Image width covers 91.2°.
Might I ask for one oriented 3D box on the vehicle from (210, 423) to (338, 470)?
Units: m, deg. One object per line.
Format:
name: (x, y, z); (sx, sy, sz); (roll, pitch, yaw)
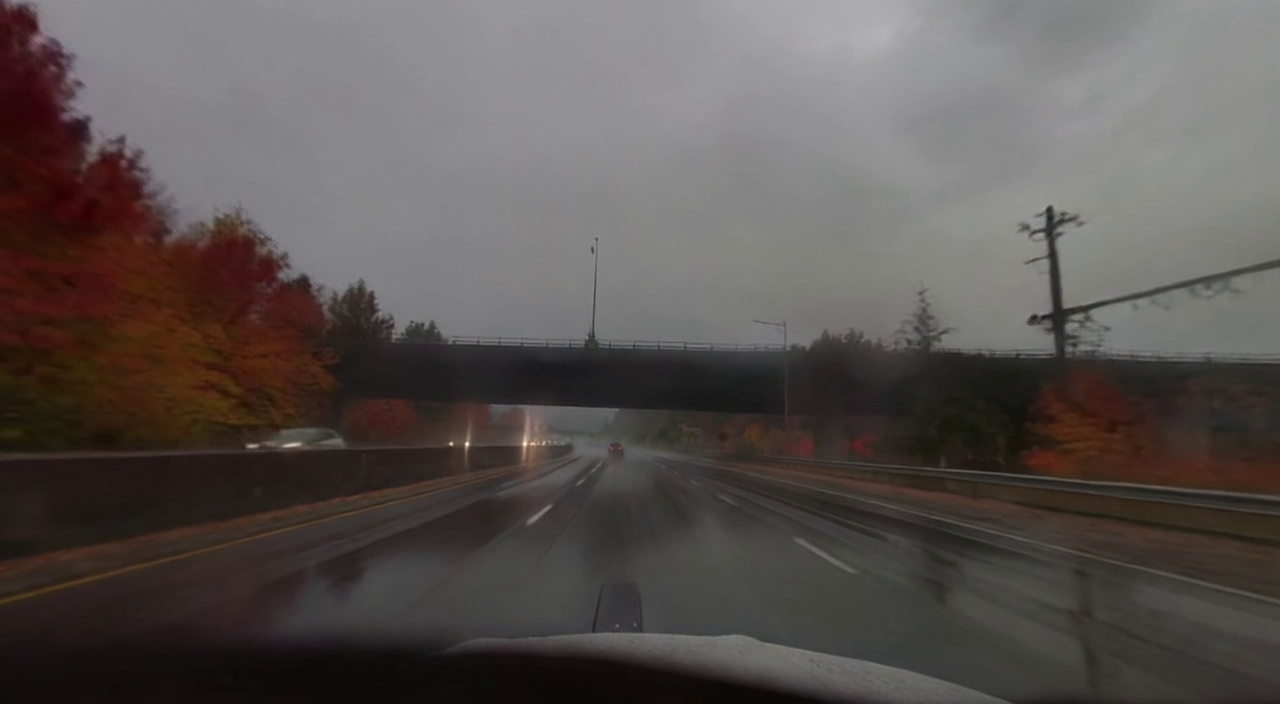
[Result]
vehicle: (-12.505, 3.278, 21.781); (2.000, 1.466, 4.124); (0, -9, -1)
